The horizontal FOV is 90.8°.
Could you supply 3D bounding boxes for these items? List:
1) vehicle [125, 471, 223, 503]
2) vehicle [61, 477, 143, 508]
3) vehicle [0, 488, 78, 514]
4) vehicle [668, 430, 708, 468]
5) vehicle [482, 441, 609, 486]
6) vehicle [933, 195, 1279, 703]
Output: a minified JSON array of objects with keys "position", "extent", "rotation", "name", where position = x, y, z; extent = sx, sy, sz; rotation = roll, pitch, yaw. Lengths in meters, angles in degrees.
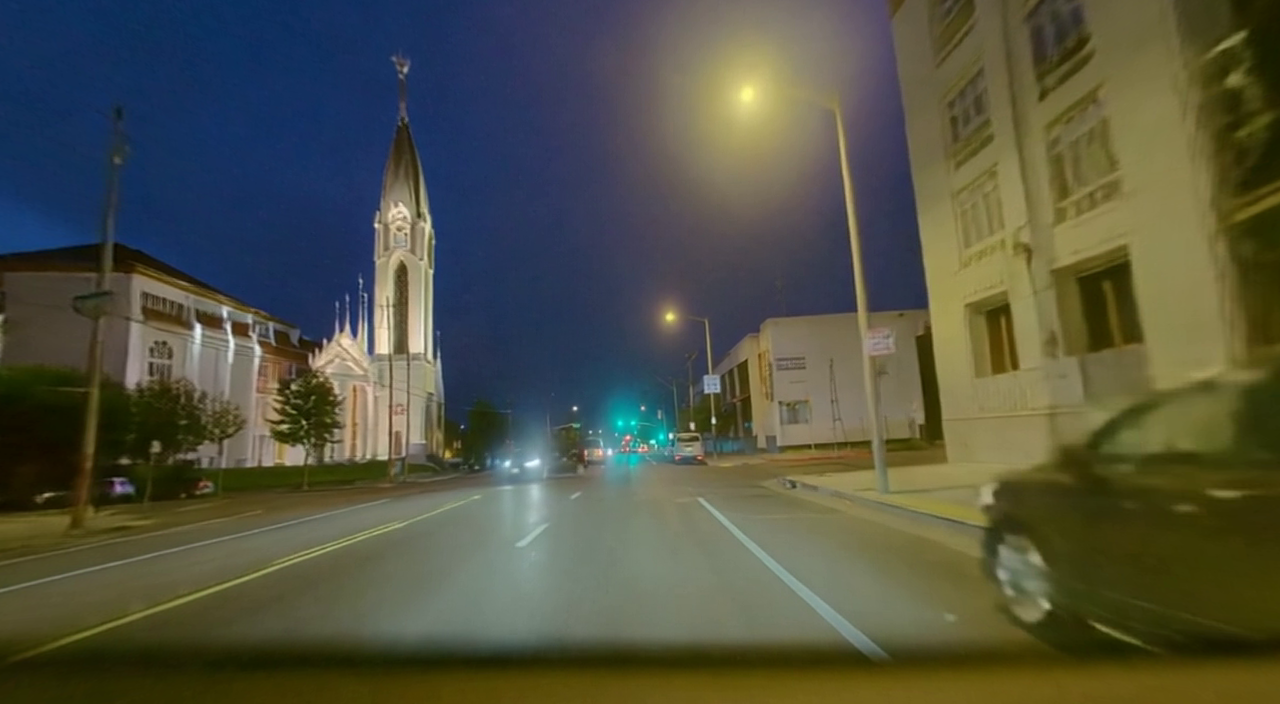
[{"position":[-28.907,8.378,39.304],"extent":[4.439,1.661,2.071],"rotation":[-1,-8,-2],"name":"vehicle"},{"position":[-33.481,8.732,39.362],"extent":[3.529,1.661,1.695],"rotation":[-1,-6,0],"name":"vehicle"},{"position":[-37.944,9.195,39.068],"extent":[4.533,1.449,1.771],"rotation":[0,-8,-2],"name":"vehicle"},{"position":[2.714,5.612,36.873],"extent":[2.074,2.041,5.045],"rotation":[0,-8,1],"name":"vehicle"},{"position":[-3.391,4.091,23.549],"extent":[1.881,1.476,4.620],"rotation":[-7,-11,38],"name":"vehicle"},{"position":[3.318,0.450,1.836],"extent":[2.269,2.046,5.649],"rotation":[0,-8,1],"name":"vehicle"}]
